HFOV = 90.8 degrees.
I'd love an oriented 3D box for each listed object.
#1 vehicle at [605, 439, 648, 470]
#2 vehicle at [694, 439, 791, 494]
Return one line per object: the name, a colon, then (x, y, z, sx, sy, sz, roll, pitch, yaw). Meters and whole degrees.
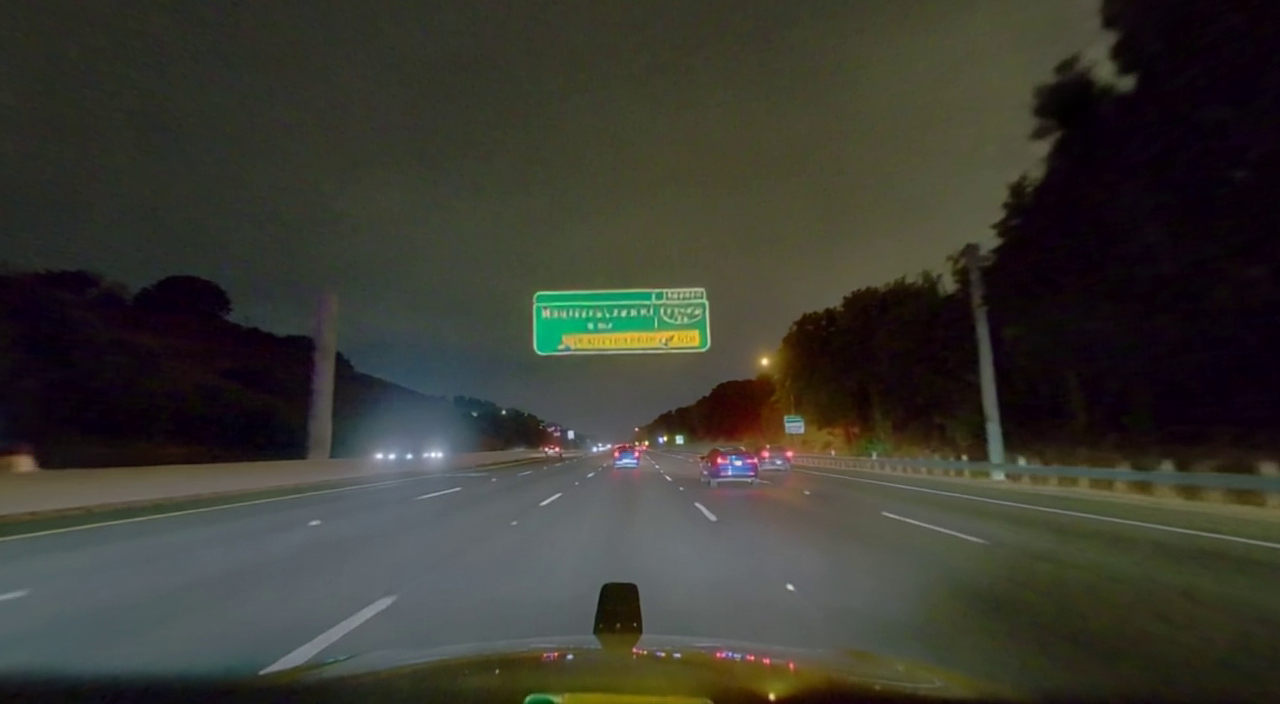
vehicle: (-0.756, 5.809, 35.968, 2.277, 1.675, 4.023, 0, -8, -1)
vehicle: (3.032, 3.511, 19.803, 2.120, 1.492, 4.734, 0, -8, -2)
